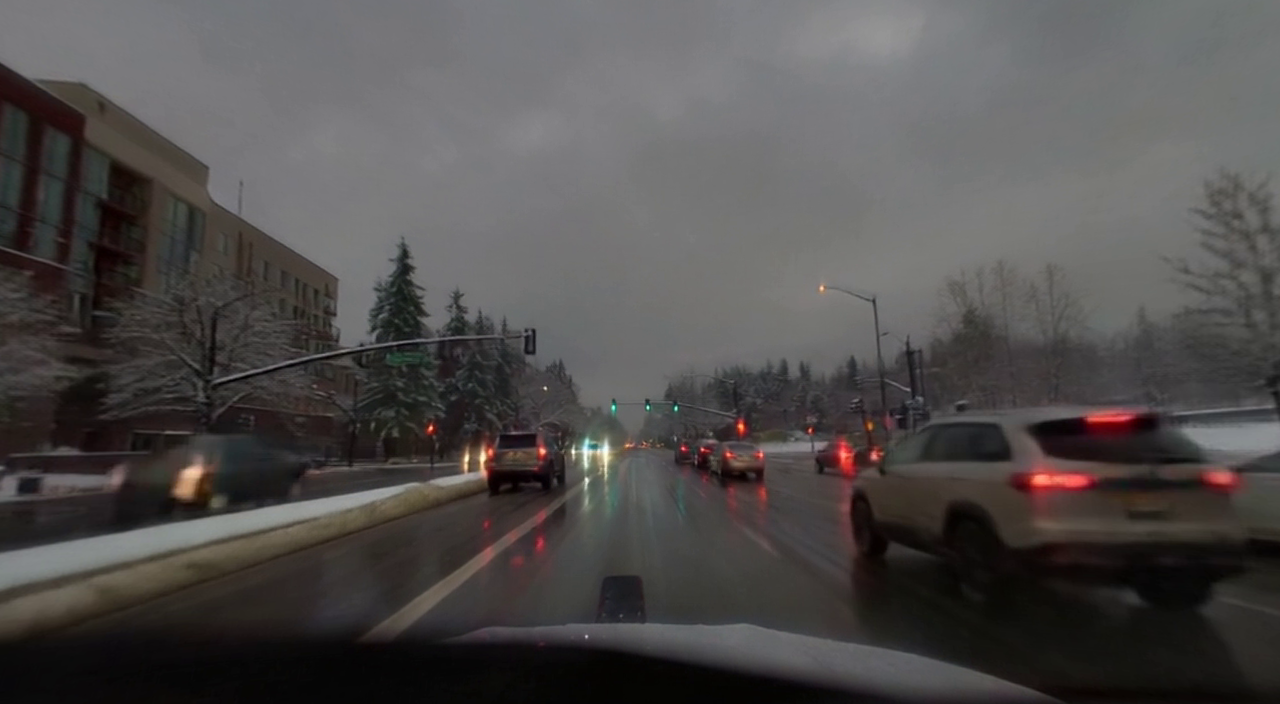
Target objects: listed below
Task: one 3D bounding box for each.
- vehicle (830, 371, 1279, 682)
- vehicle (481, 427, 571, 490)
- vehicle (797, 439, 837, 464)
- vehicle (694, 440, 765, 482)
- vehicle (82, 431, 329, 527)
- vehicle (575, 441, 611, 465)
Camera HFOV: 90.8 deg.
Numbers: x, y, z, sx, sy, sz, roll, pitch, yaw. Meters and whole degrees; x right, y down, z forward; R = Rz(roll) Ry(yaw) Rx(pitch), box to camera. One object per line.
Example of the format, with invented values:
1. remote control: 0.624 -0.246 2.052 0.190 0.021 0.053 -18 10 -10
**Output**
1. vehicle: 3.641 1.320 5.996 2.152 1.742 4.704 0 -8 -1
2. vehicle: -3.562 3.418 20.563 2.155 1.797 3.989 -1 -8 1
3. vehicle: 12.053 6.703 42.746 2.173 1.614 4.335 -4 -9 20
4. vehicle: 3.452 4.300 25.246 2.054 1.473 4.511 0 -8 -2
5. vehicle: -8.821 2.585 13.480 2.036 1.655 4.529 0 -8 0
6. vehicle: -3.056 6.621 41.602 2.032 1.442 4.336 0 -8 0
